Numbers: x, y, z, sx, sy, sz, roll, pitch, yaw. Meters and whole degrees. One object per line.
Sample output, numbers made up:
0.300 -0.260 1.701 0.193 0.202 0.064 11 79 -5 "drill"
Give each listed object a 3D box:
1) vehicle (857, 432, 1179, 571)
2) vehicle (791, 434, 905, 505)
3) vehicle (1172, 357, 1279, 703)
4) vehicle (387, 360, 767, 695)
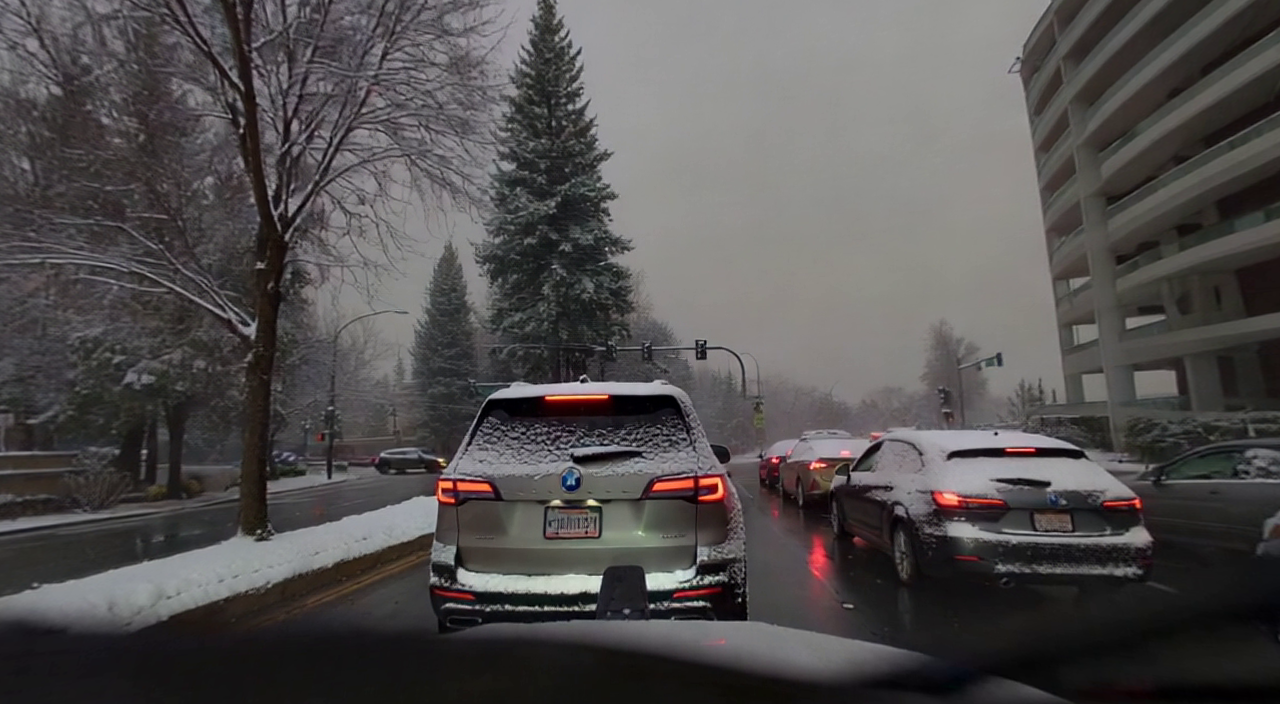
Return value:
4.900 1.967 9.183 1.963 1.480 4.553 0 -8 2 "vehicle"
5.327 3.038 16.736 1.994 1.638 4.100 -1 -9 6 "vehicle"
4.066 0.602 1.107 1.993 1.719 4.953 0 -8 1 "vehicle"
-0.210 1.235 5.565 2.021 1.742 4.295 -1 -8 4 "vehicle"
